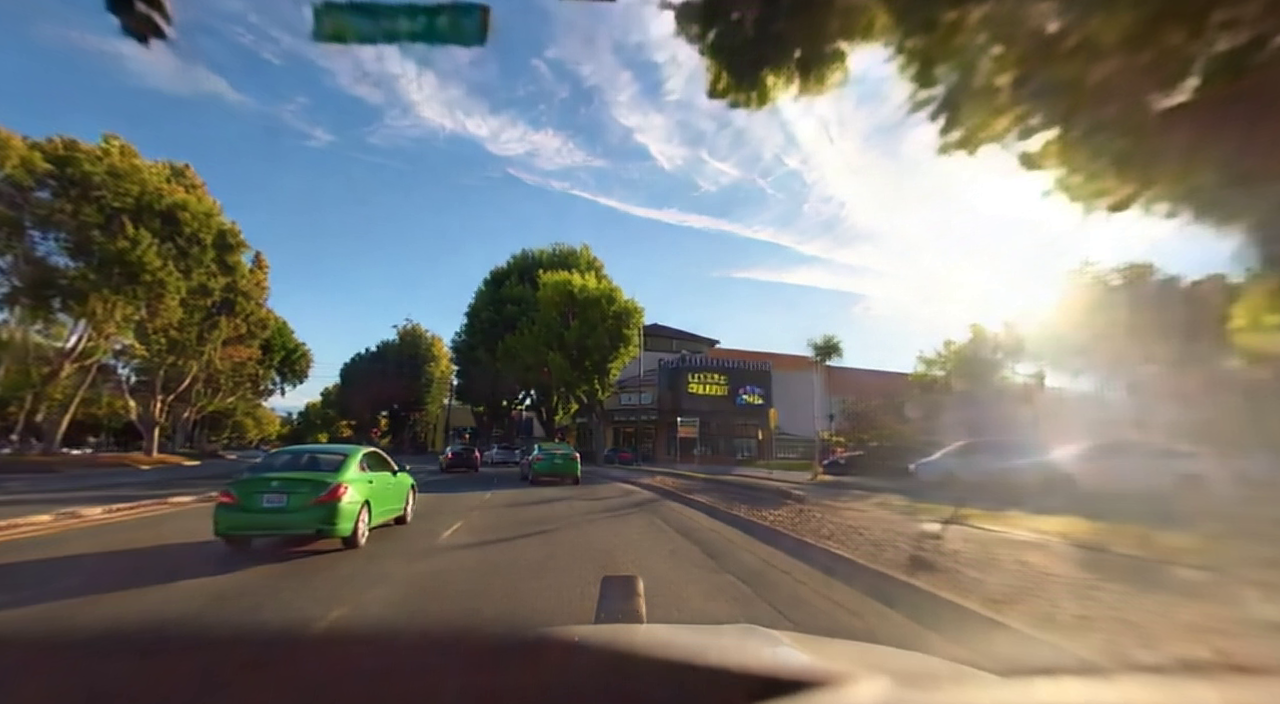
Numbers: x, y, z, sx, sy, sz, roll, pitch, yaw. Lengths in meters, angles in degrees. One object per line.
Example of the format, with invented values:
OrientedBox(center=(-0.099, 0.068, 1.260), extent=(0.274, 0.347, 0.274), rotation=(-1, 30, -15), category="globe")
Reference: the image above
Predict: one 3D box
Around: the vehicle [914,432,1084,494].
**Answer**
OrientedBox(center=(9.918, 3.088, 17.963), extent=(1.919, 1.489, 4.889), rotation=(0, -8, -1), category="vehicle")

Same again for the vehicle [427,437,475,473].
OrientedBox(center=(-9.061, 4.945, 30.398), extent=(2.042, 1.593, 3.956), rotation=(2, -9, -15), category="vehicle")

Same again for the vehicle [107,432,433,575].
OrientedBox(center=(-4.738, 1.965, 9.196), extent=(2.105, 1.477, 4.857), rotation=(0, -8, -4), category="vehicle")

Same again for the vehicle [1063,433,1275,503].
OrientedBox(center=(12.594, 2.761, 15.390), extent=(1.762, 1.453, 3.976), rotation=(-1, -8, 1), category="vehicle")

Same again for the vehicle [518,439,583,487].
OrientedBox(center=(-3.263, 3.859, 22.286), extent=(2.001, 1.483, 4.442), rotation=(1, -8, -11), category="vehicle")
